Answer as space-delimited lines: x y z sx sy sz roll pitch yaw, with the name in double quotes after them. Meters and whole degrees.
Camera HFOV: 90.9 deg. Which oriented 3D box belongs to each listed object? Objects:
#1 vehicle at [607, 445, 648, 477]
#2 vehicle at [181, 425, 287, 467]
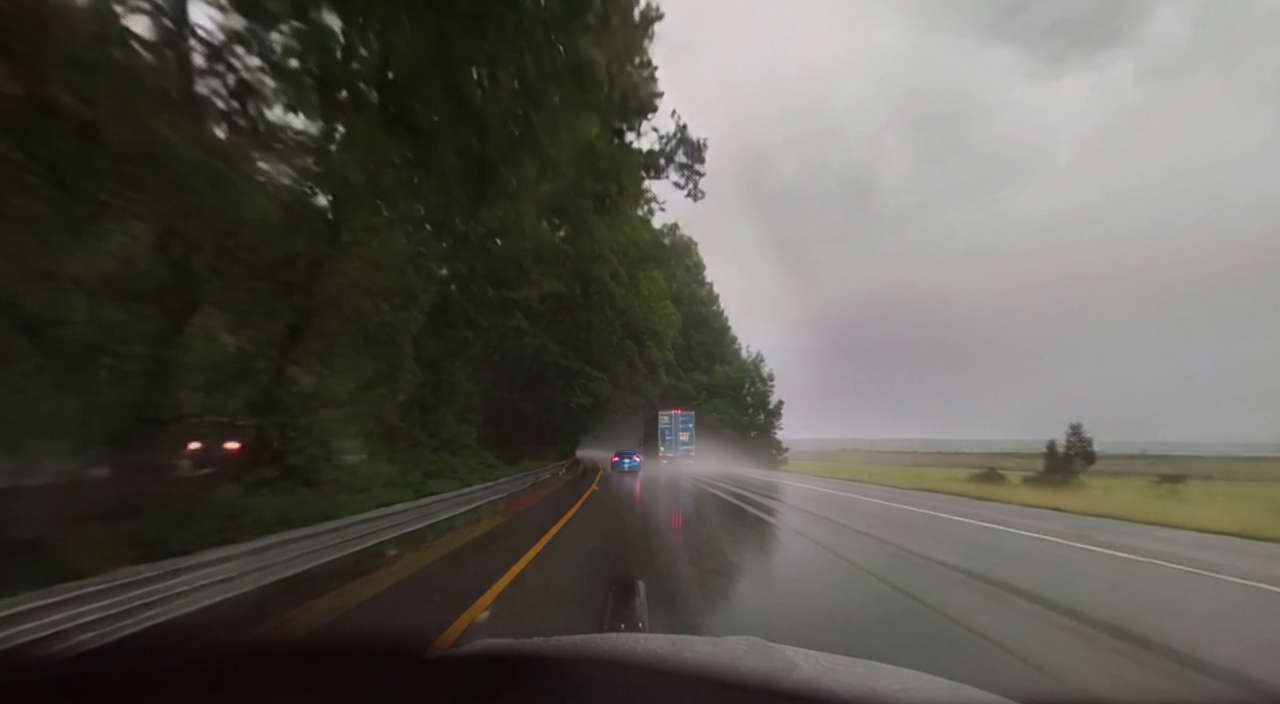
-0.643 5.393 31.396 1.913 1.460 3.610 0 -9 -2 "vehicle"
-20.022 4.702 31.387 2.039 1.897 5.042 0 -9 -3 "vehicle"
